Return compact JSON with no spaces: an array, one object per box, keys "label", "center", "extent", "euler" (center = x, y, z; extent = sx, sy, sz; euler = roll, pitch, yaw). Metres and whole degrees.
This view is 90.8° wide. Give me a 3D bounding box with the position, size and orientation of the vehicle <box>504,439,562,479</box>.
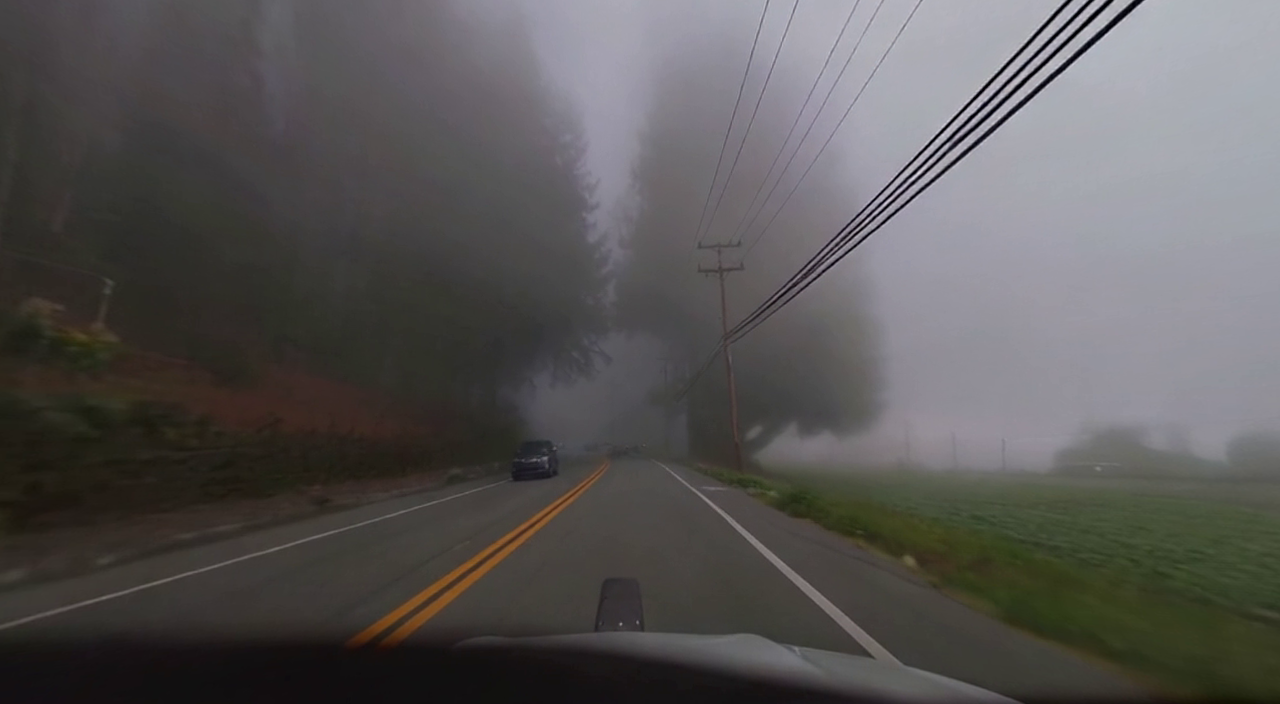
[{"label":"vehicle","center":[-4.988,5.017,29.953],"extent":[2.114,1.712,4.340],"euler":[0,-8,-2]}]
